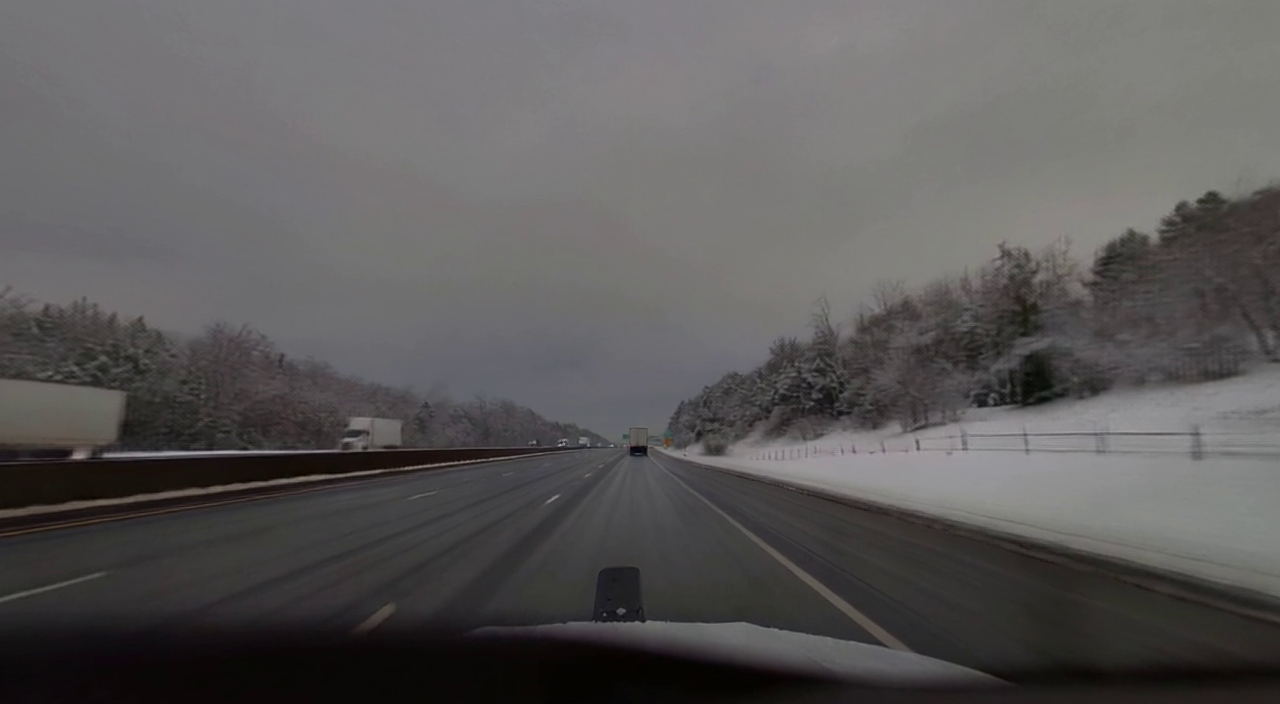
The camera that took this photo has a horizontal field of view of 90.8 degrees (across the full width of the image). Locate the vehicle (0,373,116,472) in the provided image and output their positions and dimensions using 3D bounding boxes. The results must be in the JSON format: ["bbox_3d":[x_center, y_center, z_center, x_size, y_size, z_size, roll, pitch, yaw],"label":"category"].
[{"bbox_3d":[-25.065,2.316,21.358,3.095,3.605,13.571,0,-9,0],"label":"vehicle"}]
